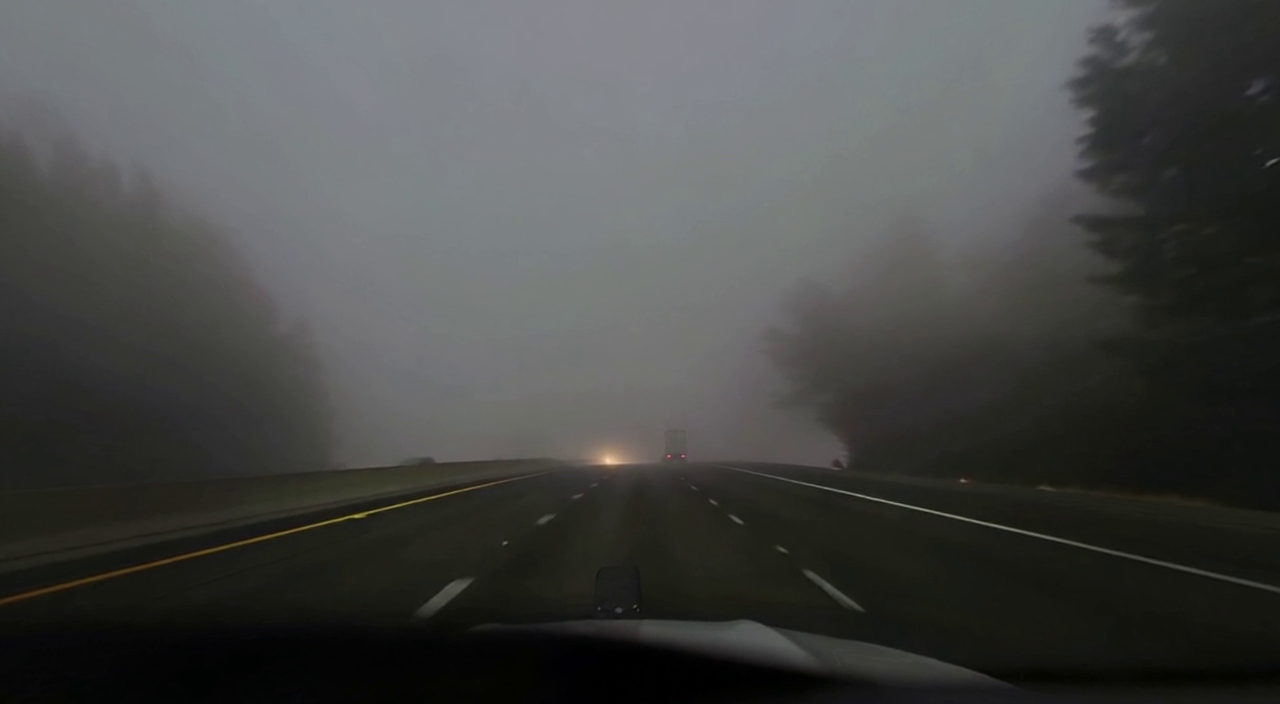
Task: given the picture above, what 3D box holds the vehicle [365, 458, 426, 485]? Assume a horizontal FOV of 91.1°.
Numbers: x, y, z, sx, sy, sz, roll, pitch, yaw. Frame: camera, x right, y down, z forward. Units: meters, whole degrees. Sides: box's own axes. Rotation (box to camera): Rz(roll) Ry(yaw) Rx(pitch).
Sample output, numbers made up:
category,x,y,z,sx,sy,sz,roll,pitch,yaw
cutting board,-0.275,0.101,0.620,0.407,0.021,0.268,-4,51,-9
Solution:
category,x,y,z,sx,sy,sz,roll,pitch,yaw
vehicle,-15.429,7.560,39.908,1.992,1.500,4.845,0,-9,-1
